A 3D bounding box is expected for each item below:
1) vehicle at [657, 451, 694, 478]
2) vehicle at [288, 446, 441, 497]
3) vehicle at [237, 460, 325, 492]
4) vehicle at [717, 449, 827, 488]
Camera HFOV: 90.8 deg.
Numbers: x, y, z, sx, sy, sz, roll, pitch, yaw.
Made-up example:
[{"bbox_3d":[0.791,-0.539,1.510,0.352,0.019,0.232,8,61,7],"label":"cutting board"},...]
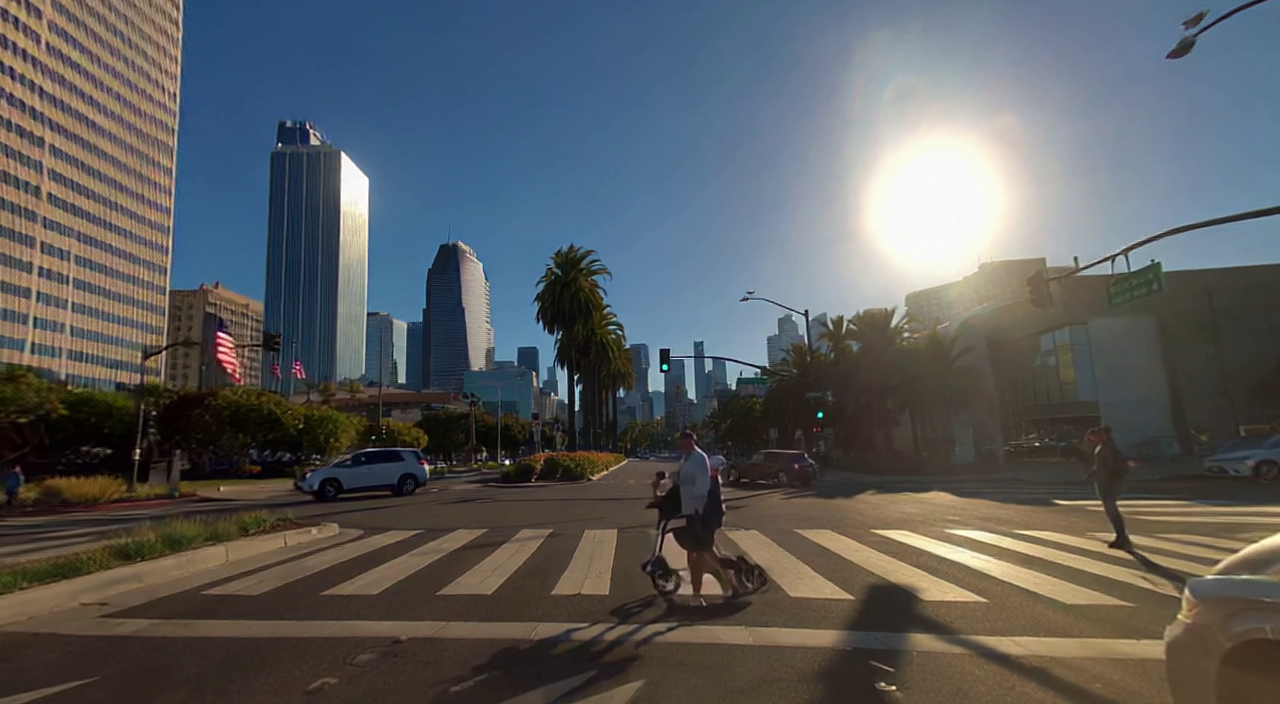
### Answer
[{"bbox_3d":[2.530,8.252,46.663,2.325,1.810,4.827,0,-8,-2],"label":"vehicle"},{"bbox_3d":[-9.200,4.005,21.535,4.499,1.594,1.898,2,-9,-15],"label":"vehicle"},{"bbox_3d":[-19.954,6.864,35.397,2.069,1.540,4.774,0,-8,0],"label":"vehicle"},{"bbox_3d":[5.762,5.066,27.864,4.273,1.525,2.000,-8,-12,43],"label":"vehicle"}]
